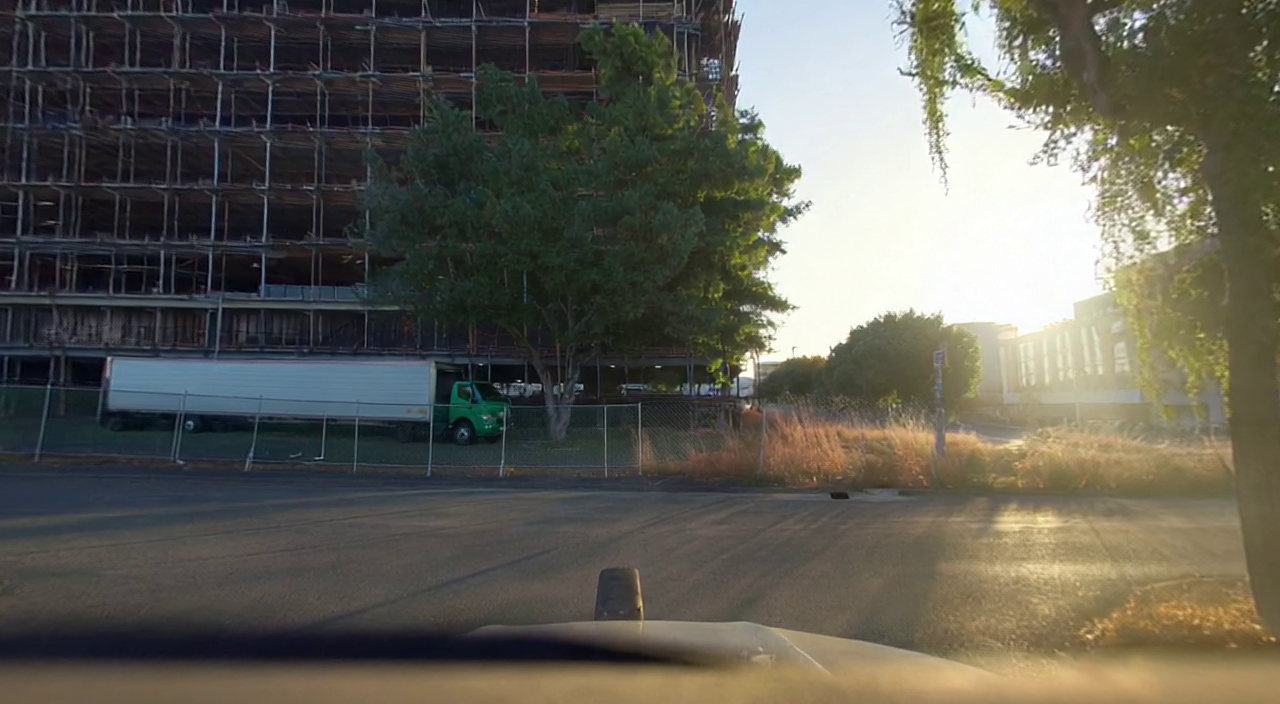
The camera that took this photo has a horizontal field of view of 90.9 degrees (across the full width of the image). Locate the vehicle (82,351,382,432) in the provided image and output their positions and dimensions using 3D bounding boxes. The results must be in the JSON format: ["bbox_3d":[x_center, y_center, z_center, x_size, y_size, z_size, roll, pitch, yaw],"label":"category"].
[{"bbox_3d":[-22.778,2.452,36.414,14.067,4.099,2.832,3,-7,-15],"label":"vehicle"}]
